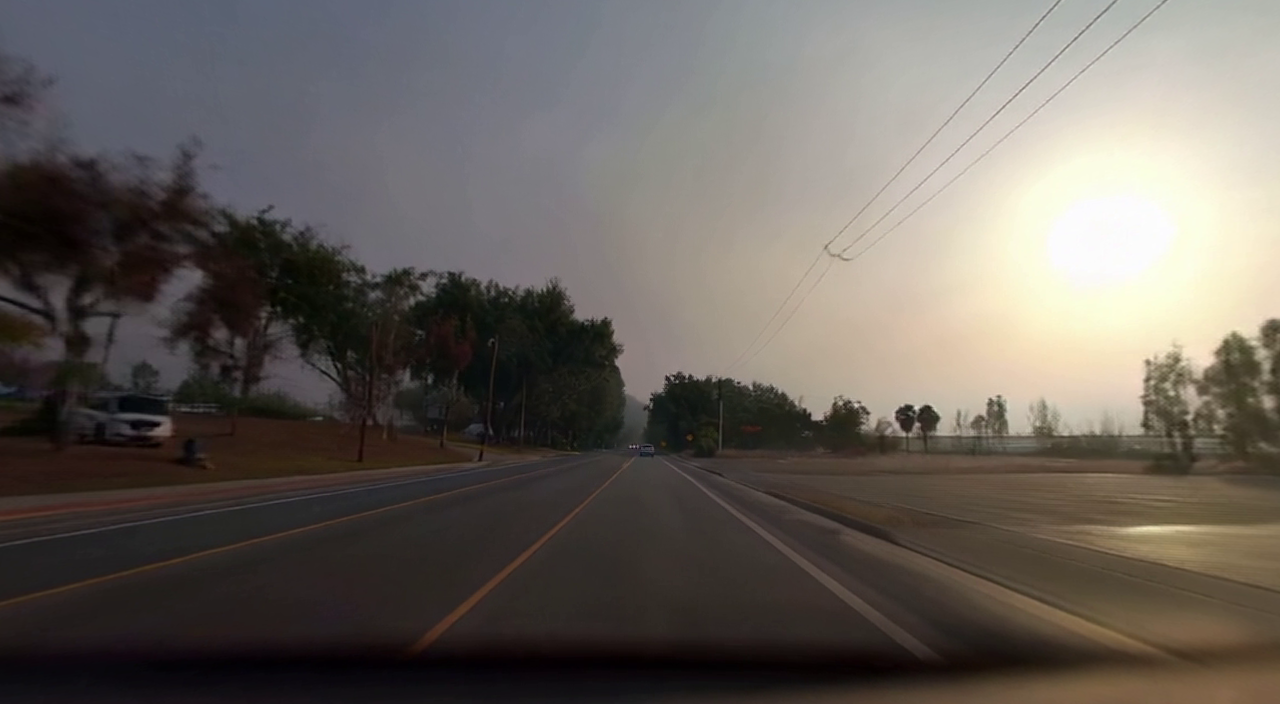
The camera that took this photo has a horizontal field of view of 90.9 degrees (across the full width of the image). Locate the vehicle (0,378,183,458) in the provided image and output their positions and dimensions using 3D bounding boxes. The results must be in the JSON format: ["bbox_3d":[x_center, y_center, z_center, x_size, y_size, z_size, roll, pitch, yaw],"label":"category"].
[{"bbox_3d":[-22.752,2.612,25.610,6.311,2.571,3.118,3,-5,12],"label":"vehicle"}]
